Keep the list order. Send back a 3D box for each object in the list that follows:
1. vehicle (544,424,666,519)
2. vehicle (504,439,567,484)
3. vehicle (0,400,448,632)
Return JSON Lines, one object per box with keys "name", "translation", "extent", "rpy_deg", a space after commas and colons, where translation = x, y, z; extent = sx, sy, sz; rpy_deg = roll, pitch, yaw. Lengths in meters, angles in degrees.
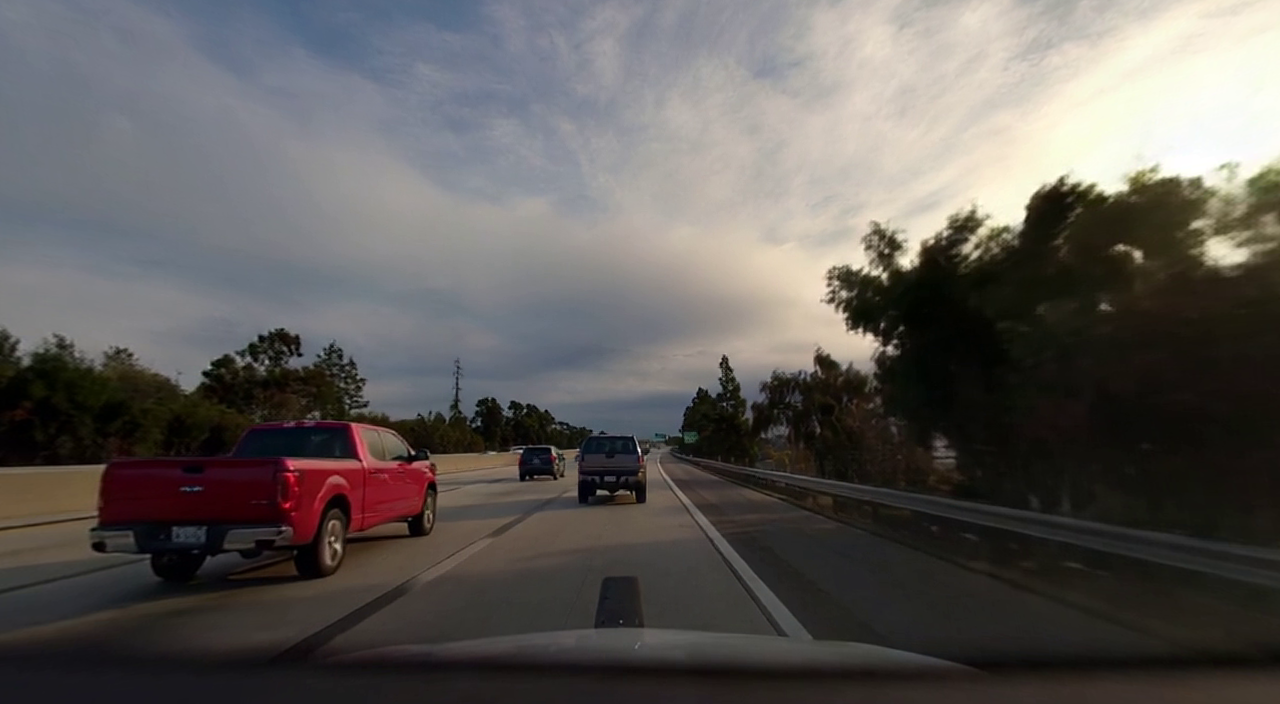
{"name": "vehicle", "translation": [-0.623, 2.573, 14.104], "extent": [2.293, 1.753, 4.380], "rpy_deg": [0, -8, 1]}
{"name": "vehicle", "translation": [-4.439, 4.737, 27.575], "extent": [1.991, 1.776, 4.333], "rpy_deg": [0, -8, 0]}
{"name": "vehicle", "translation": [-4.037, 1.597, 7.344], "extent": [2.038, 1.704, 5.181], "rpy_deg": [0, -8, -1]}
